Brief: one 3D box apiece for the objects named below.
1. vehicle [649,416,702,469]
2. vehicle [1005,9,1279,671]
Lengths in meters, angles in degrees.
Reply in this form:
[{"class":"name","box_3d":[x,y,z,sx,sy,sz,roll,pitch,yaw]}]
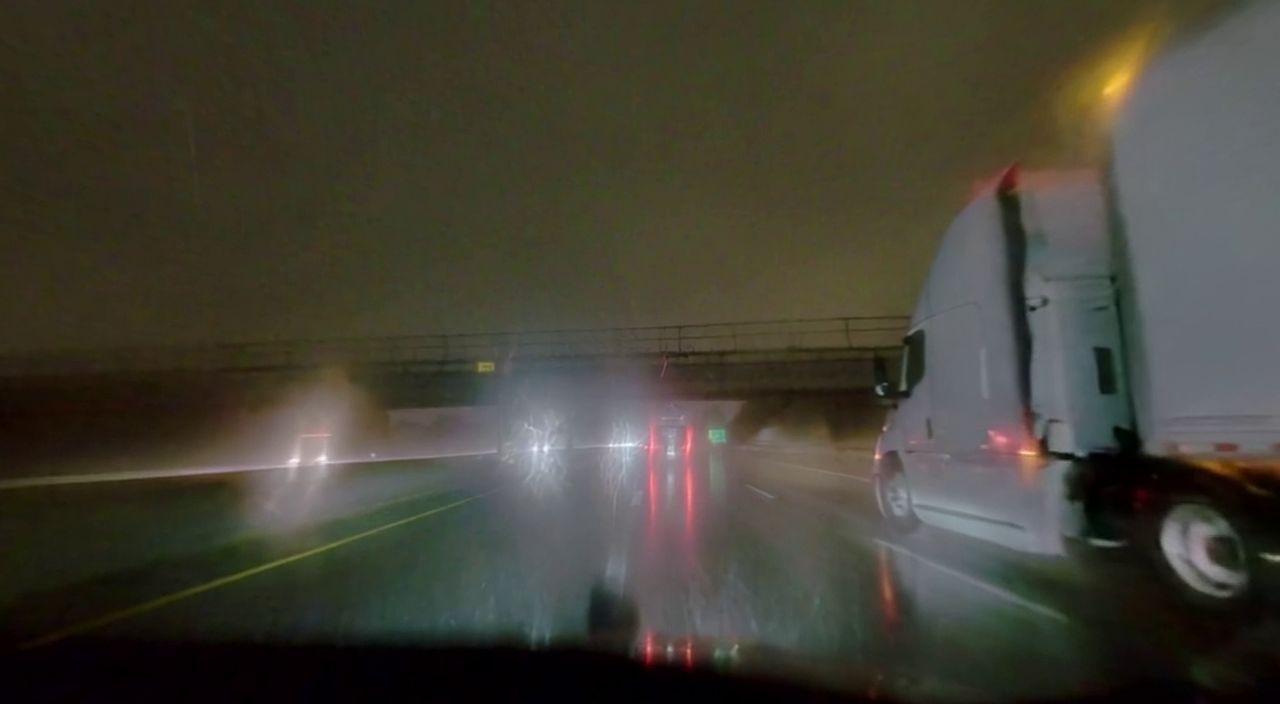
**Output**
[{"class":"vehicle","box_3d":[1.827,4.971,34.622,2.481,2.618,6.314,0,-8,0]},{"class":"vehicle","box_3d":[5.370,-0.461,1.123,2.997,3.983,10.860,1,-8,0]}]
